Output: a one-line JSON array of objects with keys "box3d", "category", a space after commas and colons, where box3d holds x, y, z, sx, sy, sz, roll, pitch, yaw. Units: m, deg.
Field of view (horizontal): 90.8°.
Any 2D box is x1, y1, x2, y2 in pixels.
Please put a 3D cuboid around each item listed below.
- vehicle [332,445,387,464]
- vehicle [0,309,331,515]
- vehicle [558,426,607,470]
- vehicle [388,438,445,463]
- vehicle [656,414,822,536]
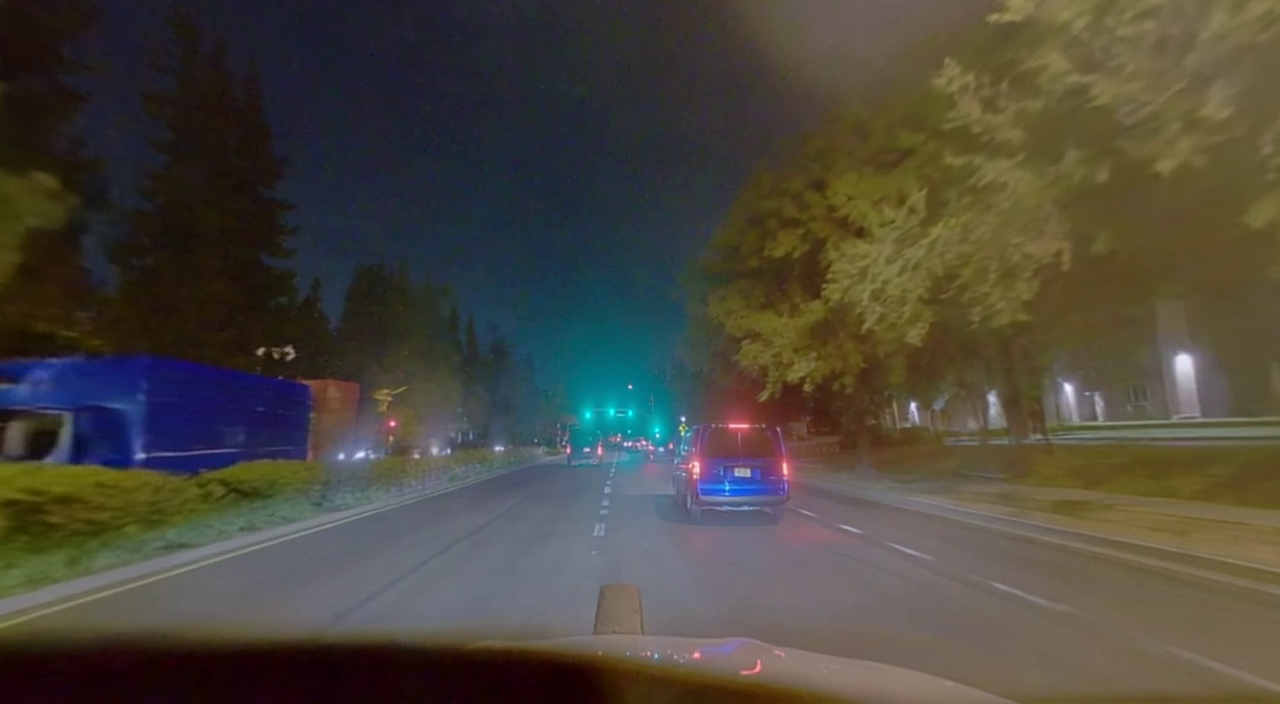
[{"box3d": [-17.661, 6.442, 39.967, 1.731, 1.110, 4.413, 0, -8, -4], "category": "vehicle"}, {"box3d": [-12.754, 1.879, 17.144, 3.206, 3.740, 11.455, 0, -8, -1], "category": "vehicle"}, {"box3d": [-2.815, 4.822, 31.925, 2.228, 2.054, 4.309, 0, -8, -1], "category": "vehicle"}, {"box3d": [-13.307, 5.880, 37.897, 1.841, 1.407, 4.736, 0, -8, -2], "category": "vehicle"}, {"box3d": [1.448, 2.015, 10.966, 1.965, 1.671, 4.146, 0, -8, -3], "category": "vehicle"}]
